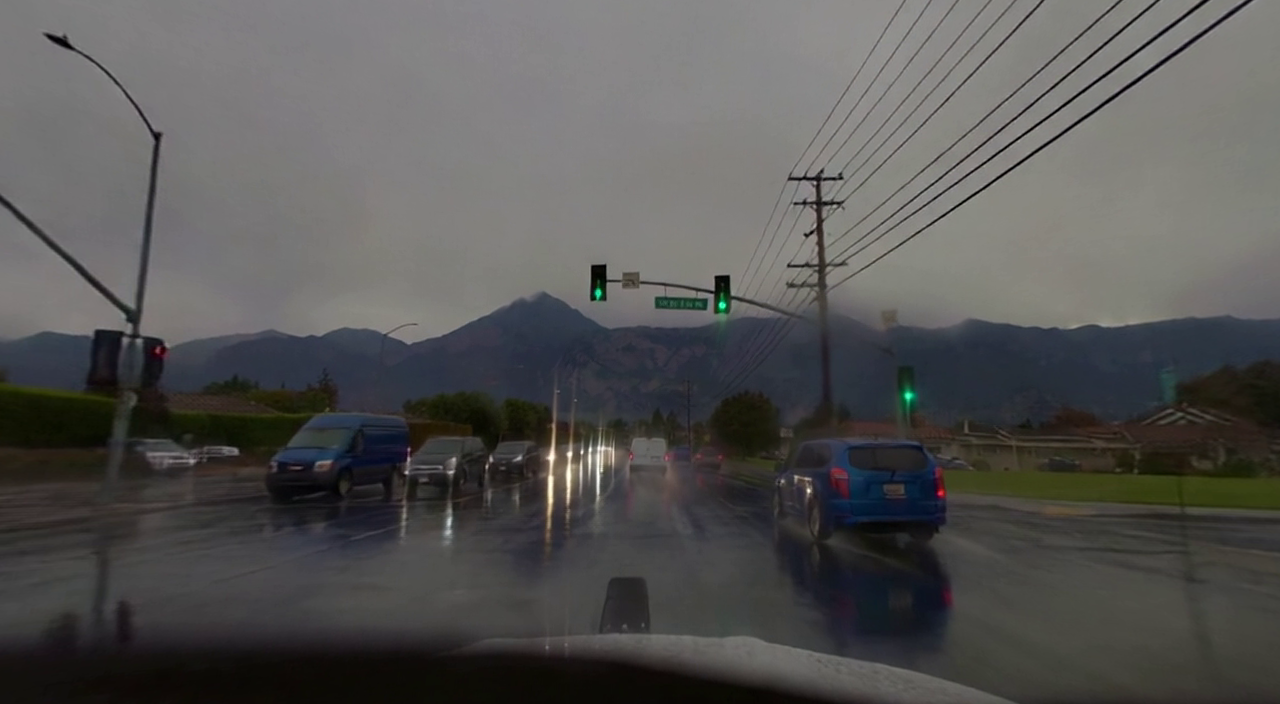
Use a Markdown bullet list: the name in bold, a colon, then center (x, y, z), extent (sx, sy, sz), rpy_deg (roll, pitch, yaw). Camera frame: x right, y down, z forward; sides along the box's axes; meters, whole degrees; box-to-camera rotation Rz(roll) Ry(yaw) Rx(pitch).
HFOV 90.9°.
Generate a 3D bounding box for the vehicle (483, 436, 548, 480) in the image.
- **vehicle**: center (-5.808, 5.023, 30.119), extent (1.993, 1.884, 5.481), rpy_deg (0, -8, 0)

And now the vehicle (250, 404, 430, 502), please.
- **vehicle**: center (-9.391, 3.269, 20.693), extent (2.725, 2.710, 6.304), rpy_deg (0, -8, 0)

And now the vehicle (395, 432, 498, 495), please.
- **vehicle**: center (-6.131, 3.582, 20.598), extent (1.983, 1.801, 4.391), rpy_deg (0, -8, 0)

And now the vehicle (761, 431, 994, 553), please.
- **vehicle**: center (3.740, 2.279, 11.111), extent (2.155, 1.658, 4.721), rpy_deg (0, -8, -1)

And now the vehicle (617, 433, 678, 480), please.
- **vehicle**: center (0.328, 4.918, 29.923), extent (2.636, 2.011, 5.130), rpy_deg (0, -8, 0)

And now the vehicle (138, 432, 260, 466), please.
- **vehicle**: center (-27.402, 6.042, 39.354), extent (5.789, 2.068, 2.368), rpy_deg (0, -8, 0)

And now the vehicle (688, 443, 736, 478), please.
- **vehicle**: center (3.682, 5.632, 33.005), extent (1.957, 1.646, 4.355), rpy_deg (0, -8, -1)
